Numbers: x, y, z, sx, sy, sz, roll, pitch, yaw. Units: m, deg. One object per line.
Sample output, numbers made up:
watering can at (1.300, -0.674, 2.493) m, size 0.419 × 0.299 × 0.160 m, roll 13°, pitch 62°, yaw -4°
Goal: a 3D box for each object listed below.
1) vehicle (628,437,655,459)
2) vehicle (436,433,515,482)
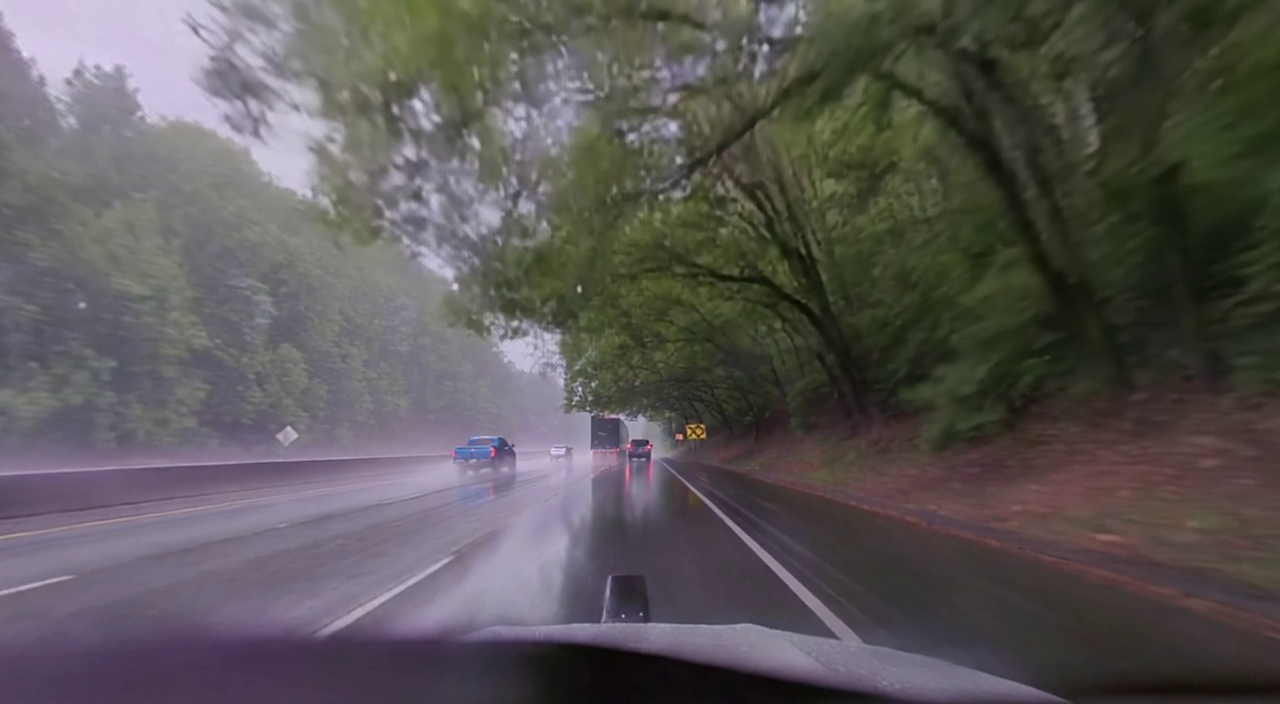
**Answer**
vehicle at (0.123, 7.624, 49.994) m, size 2.072 × 1.630 × 4.529 m, roll 0°, pitch -8°, yaw 0°
vehicle at (-6.982, 4.505, 27.269) m, size 2.149 × 1.884 × 4.627 m, roll 0°, pitch -8°, yaw 0°
